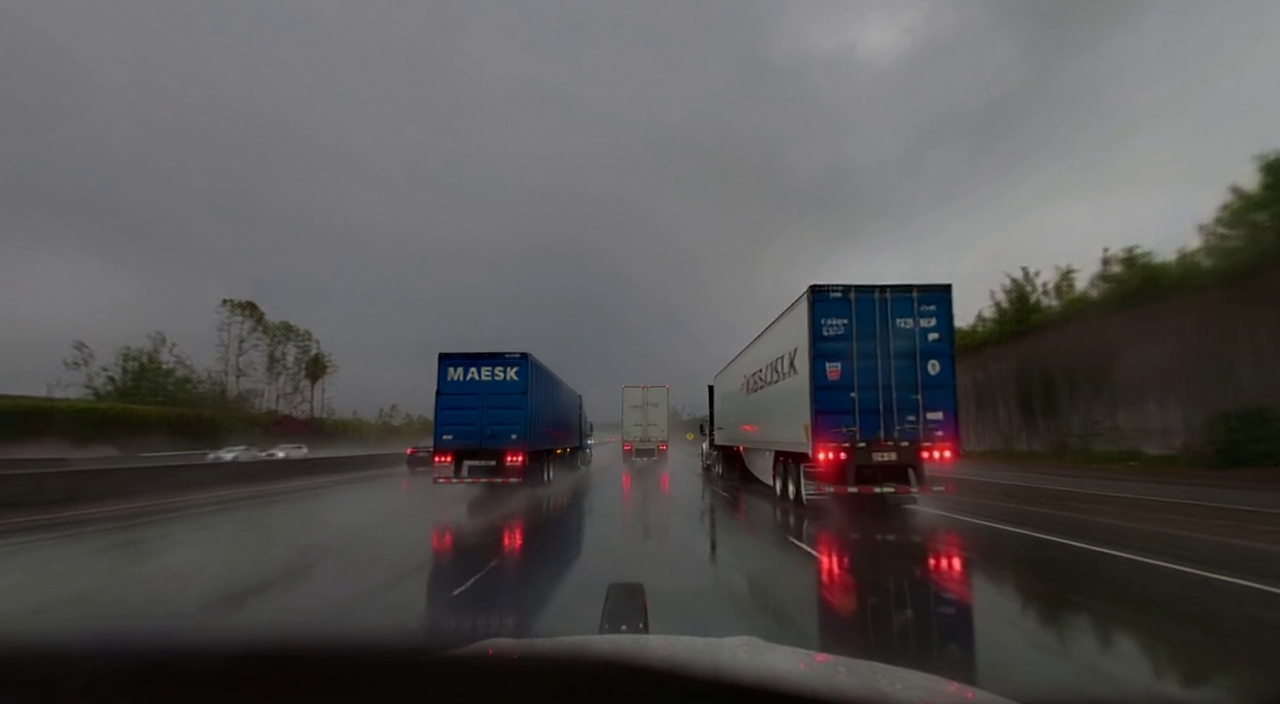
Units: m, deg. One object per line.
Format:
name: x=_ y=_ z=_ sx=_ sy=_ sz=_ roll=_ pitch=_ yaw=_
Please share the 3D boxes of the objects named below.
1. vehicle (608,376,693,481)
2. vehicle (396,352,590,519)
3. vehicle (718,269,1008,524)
vehicle: x=0.474 y=4.132 z=32.346 sx=3.097 sy=3.856 sz=18.209 roll=0 pitch=-8 yaw=1
vehicle: x=-3.275 y=2.415 z=17.831 sx=2.786 sy=3.228 sz=11.082 roll=0 pitch=-8 yaw=0
vehicle: x=4.477 y=1.730 z=17.577 sx=2.887 sy=4.178 sz=14.553 roll=0 pitch=-8 yaw=0
